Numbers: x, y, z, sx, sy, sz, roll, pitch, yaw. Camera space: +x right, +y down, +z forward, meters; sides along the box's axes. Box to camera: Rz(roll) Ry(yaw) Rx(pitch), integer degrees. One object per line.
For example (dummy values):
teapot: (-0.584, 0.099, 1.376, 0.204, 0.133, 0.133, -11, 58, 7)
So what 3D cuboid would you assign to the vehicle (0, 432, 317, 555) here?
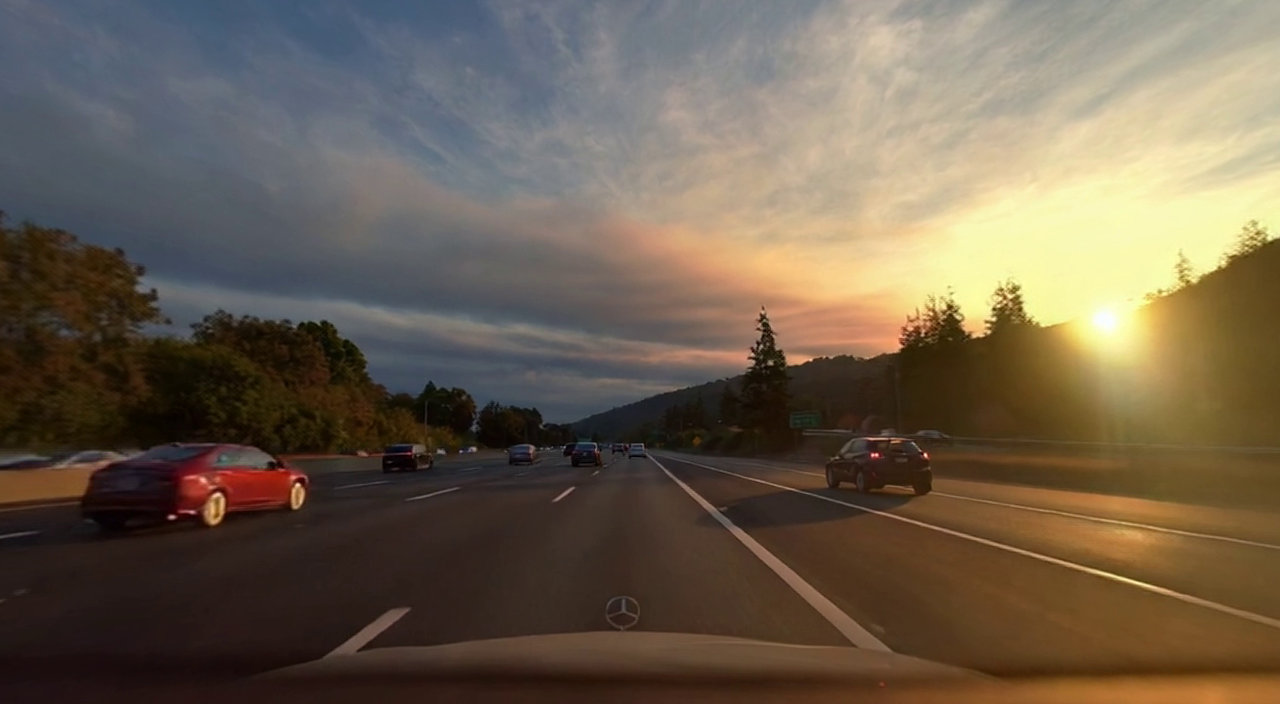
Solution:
vehicle: (-7.471, 2.096, 10.099, 2.071, 1.486, 4.703, 0, -9, 0)

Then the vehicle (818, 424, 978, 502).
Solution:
vehicle: (6.827, 3.015, 17.424, 2.259, 1.816, 4.862, 0, -9, -1)

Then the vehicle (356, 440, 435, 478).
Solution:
vehicle: (-11.403, 5.016, 29.705, 1.958, 1.633, 4.302, 0, -9, 0)

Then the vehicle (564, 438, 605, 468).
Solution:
vehicle: (-3.829, 7.079, 44.214, 2.288, 1.962, 5.119, 0, -9, 1)

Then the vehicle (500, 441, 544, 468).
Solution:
vehicle: (-7.911, 6.925, 42.678, 2.087, 1.755, 4.457, 0, -9, 0)
